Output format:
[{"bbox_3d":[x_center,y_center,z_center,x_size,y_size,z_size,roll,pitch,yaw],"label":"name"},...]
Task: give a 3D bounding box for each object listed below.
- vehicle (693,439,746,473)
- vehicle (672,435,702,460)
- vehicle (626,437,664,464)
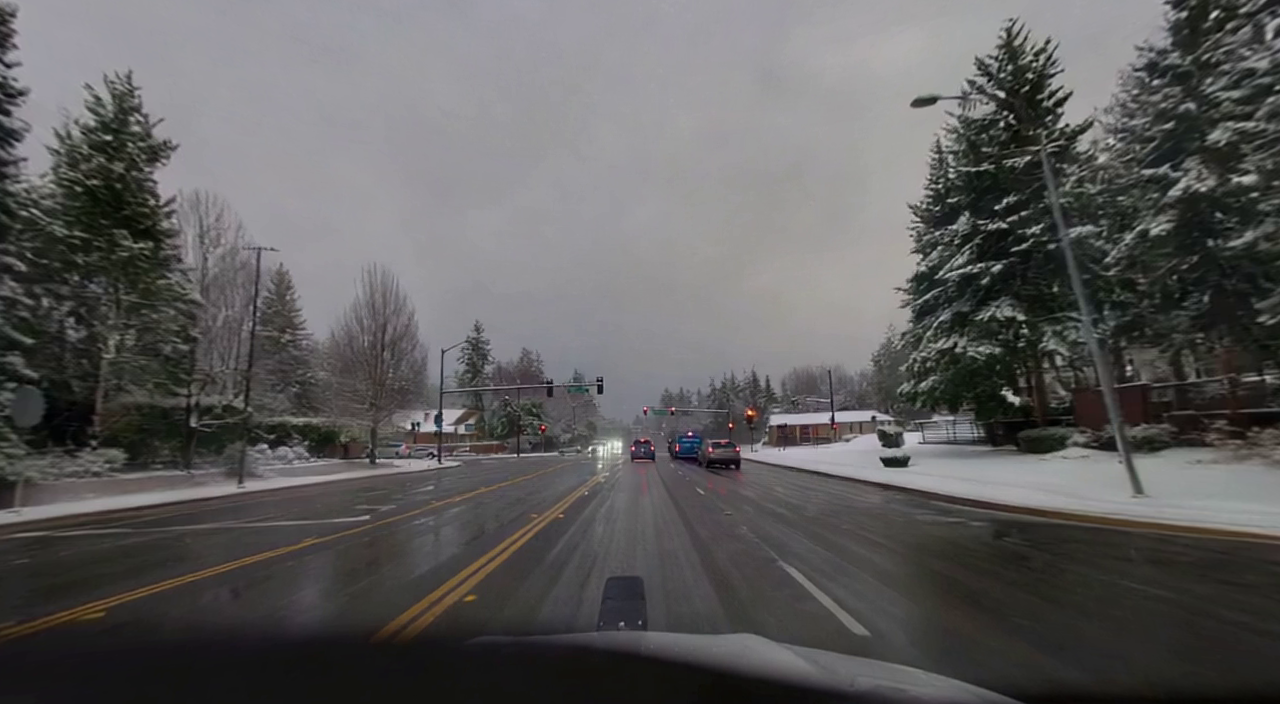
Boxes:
[{"bbox_3d":[3.727,4.990,30.323,1.934,1.506,4.544,0,-9,-1],"label":"vehicle"},{"bbox_3d":[3.681,7.524,49.470,2.059,1.924,4.257,0,-9,0],"label":"vehicle"},{"bbox_3d":[0.333,6.437,41.035,2.321,1.624,4.367,0,-9,1],"label":"vehicle"}]
